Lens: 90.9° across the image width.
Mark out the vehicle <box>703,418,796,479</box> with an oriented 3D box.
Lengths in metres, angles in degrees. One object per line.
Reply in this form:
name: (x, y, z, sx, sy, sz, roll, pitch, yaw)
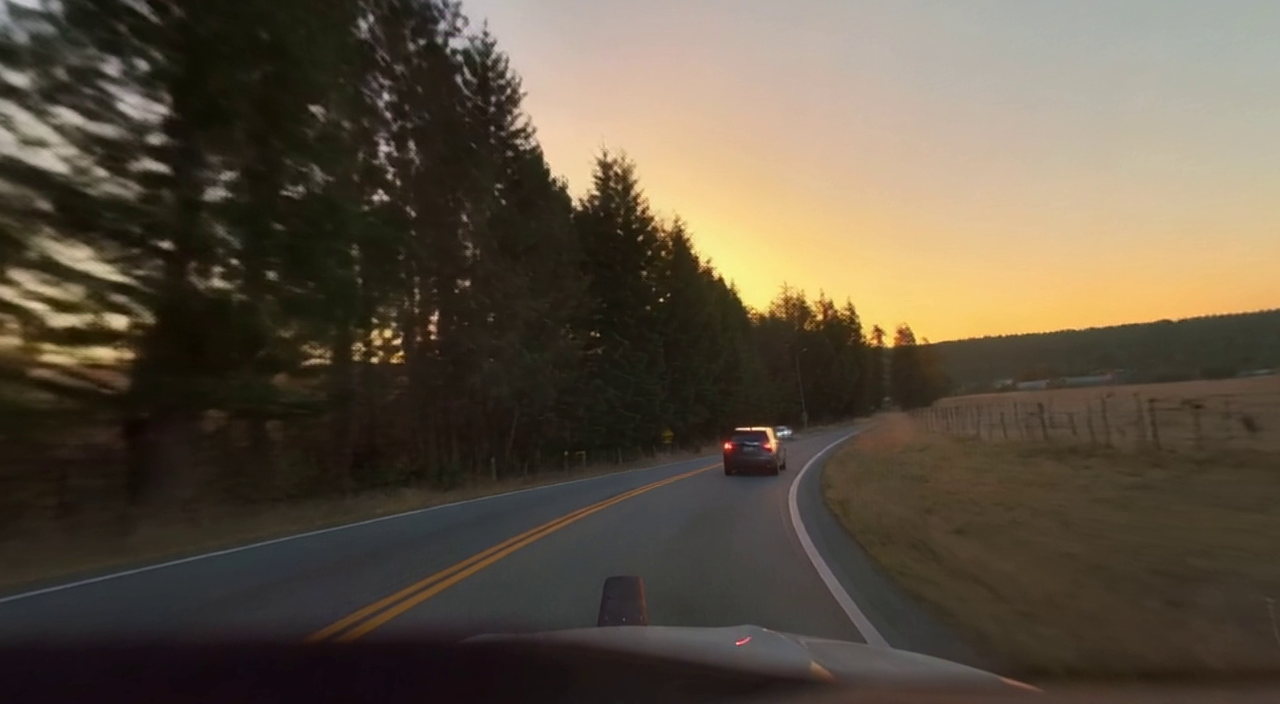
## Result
vehicle: (3.418, 2.891, 19.008, 2.274, 1.583, 4.349, -2, -9, 15)
